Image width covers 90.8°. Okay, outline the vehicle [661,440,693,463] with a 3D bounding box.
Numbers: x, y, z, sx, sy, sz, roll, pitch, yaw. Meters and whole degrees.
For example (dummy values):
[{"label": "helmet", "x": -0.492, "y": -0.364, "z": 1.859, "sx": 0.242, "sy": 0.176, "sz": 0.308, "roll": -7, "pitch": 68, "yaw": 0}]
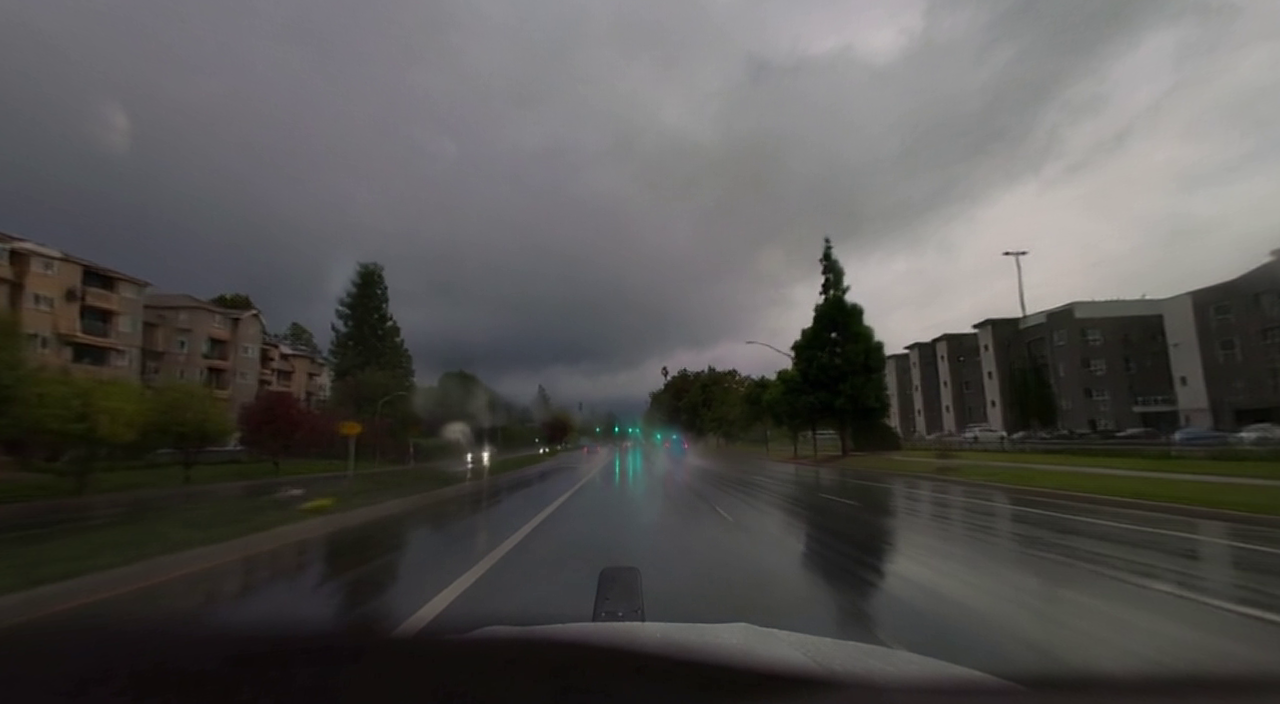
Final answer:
[{"label": "vehicle", "x": 2.833, "y": 7.751, "z": 49.429, "sx": 2.072, "sy": 1.696, "sz": 4.177, "roll": 1, "pitch": -8, "yaw": -2}]
